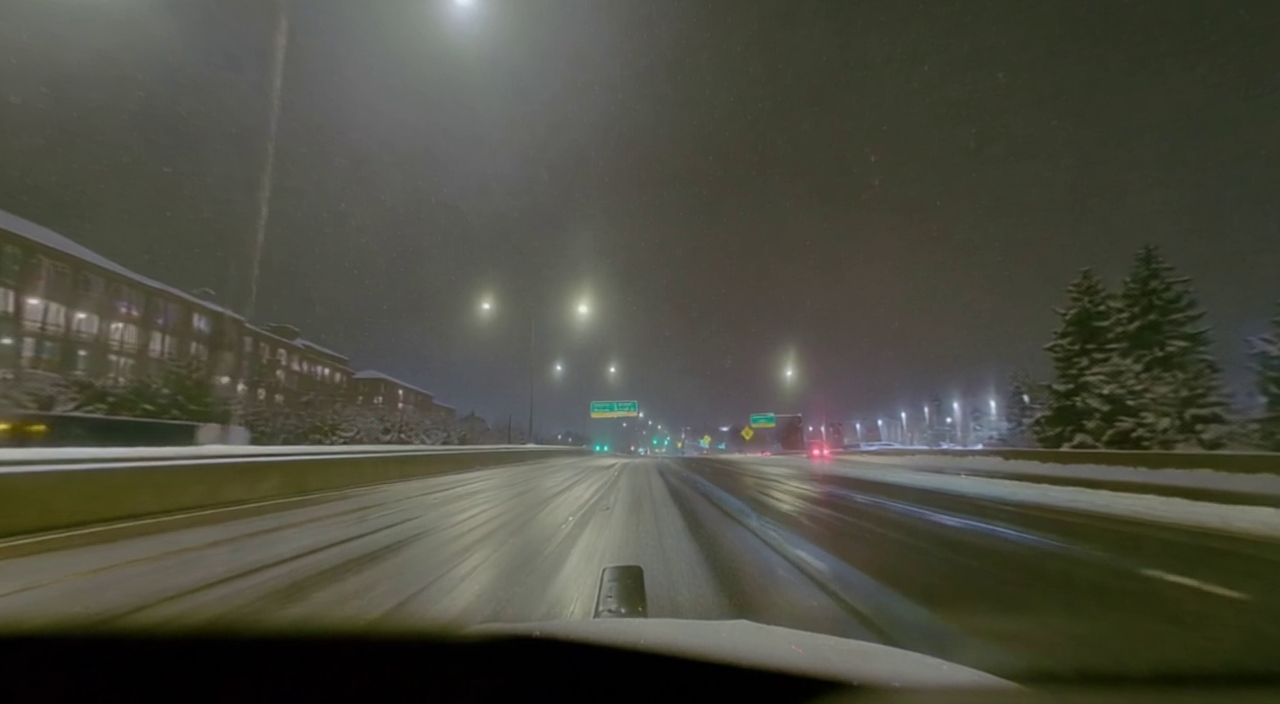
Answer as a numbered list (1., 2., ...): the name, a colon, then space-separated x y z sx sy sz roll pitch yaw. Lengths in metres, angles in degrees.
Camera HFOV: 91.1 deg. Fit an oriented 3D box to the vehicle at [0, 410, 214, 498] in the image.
1. vehicle: -29.321 4.950 30.497 2.814 3.766 20.399 -1 -9 1
